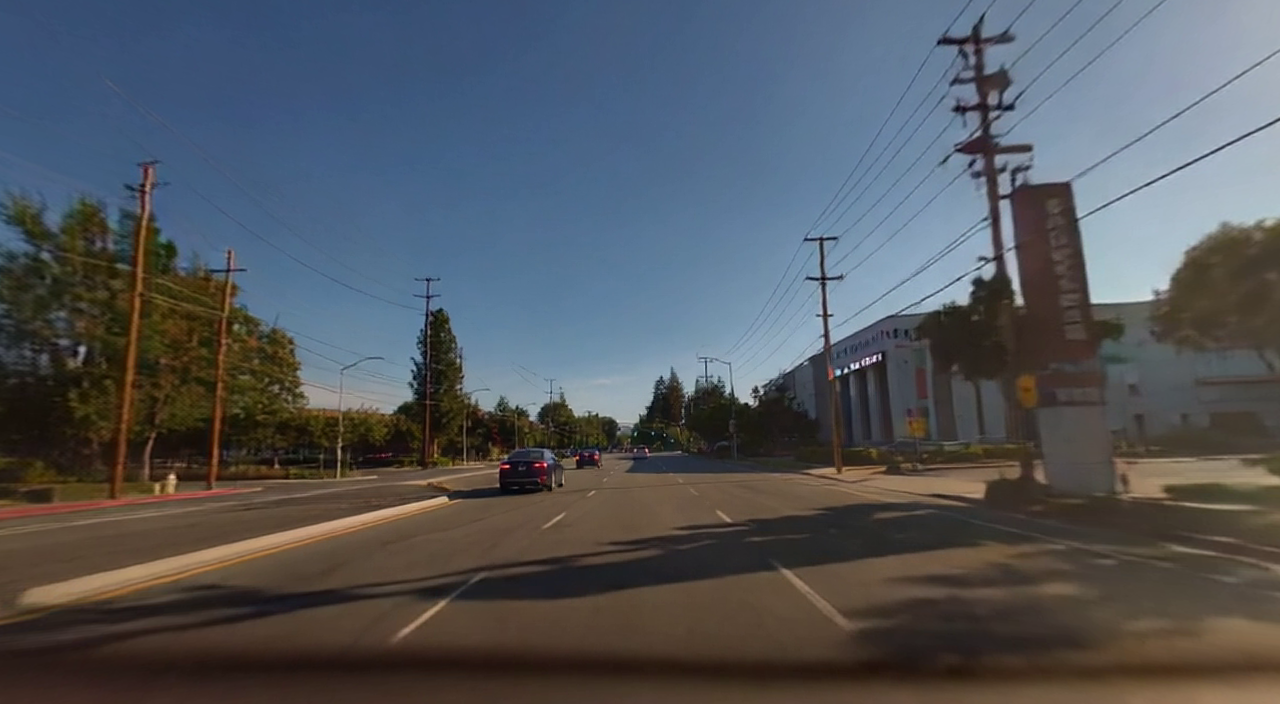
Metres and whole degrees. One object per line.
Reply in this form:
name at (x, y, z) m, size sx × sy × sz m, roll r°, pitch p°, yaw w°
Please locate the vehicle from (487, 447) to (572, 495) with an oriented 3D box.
vehicle at (-3.601, 3.961, 21.399) m, size 2.076 × 1.444 × 4.328 m, roll 0°, pitch -9°, yaw 0°
